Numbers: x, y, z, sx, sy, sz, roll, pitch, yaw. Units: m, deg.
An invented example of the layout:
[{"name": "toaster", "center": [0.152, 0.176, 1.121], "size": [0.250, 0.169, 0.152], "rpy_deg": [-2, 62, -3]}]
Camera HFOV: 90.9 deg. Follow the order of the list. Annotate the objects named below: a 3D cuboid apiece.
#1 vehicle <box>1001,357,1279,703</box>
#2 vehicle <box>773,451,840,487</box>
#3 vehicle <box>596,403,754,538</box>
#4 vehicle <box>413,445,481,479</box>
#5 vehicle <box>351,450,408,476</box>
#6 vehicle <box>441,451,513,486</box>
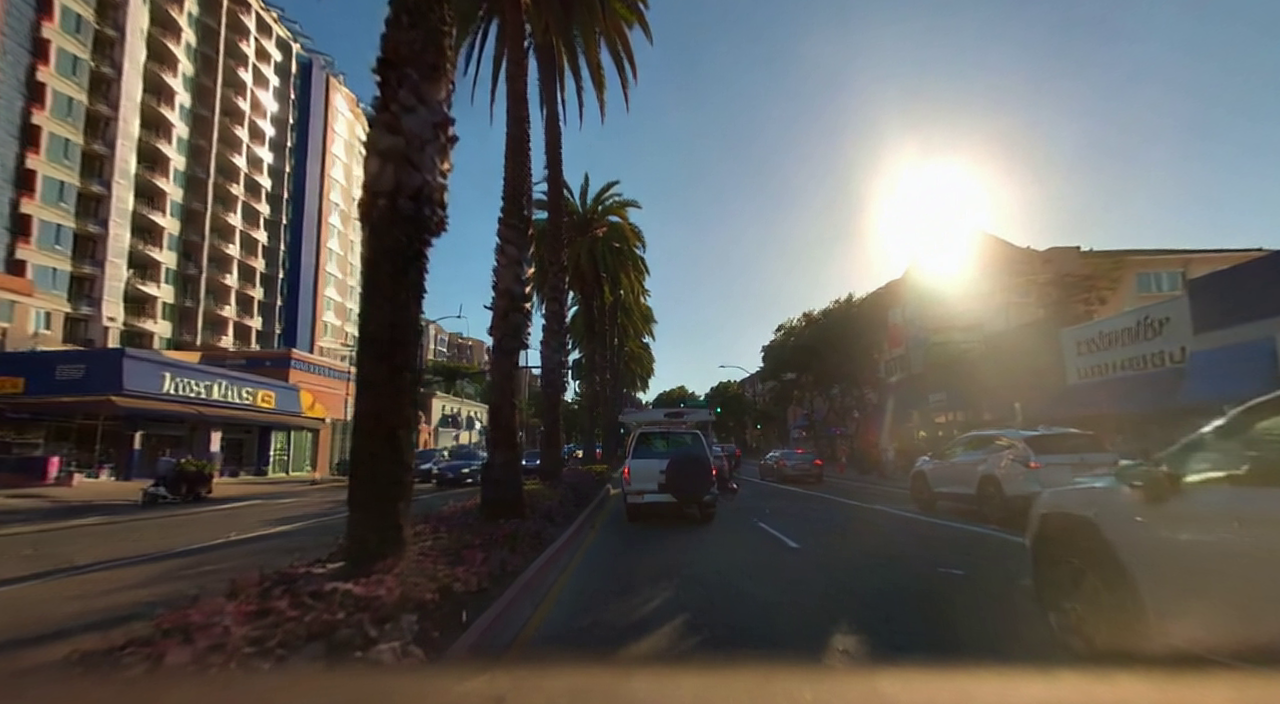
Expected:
[{"name": "vehicle", "center": [4.022, 0.847, 2.509], "size": [2.283, 1.738, 4.916], "rpy_deg": [0, -9, 1]}, {"name": "vehicle", "center": [7.686, 5.429, 29.638], "size": [1.958, 1.523, 4.553], "rpy_deg": [0, -9, 1]}, {"name": "vehicle", "center": [0.602, 2.285, 12.762], "size": [2.487, 2.115, 5.444], "rpy_deg": [0, -9, 1]}, {"name": "vehicle", "center": [-11.154, 6.359, 36.850], "size": [2.272, 1.837, 4.892], "rpy_deg": [-1, -9, 2]}, {"name": "vehicle", "center": [-18.203, 7.775, 44.312], "size": [1.972, 1.694, 4.466], "rpy_deg": [0, -9, 1]}, {"name": "vehicle", "center": [-7.806, 5.606, 30.723], "size": [2.061, 1.496, 4.600], "rpy_deg": [-1, -9, 3]}]
